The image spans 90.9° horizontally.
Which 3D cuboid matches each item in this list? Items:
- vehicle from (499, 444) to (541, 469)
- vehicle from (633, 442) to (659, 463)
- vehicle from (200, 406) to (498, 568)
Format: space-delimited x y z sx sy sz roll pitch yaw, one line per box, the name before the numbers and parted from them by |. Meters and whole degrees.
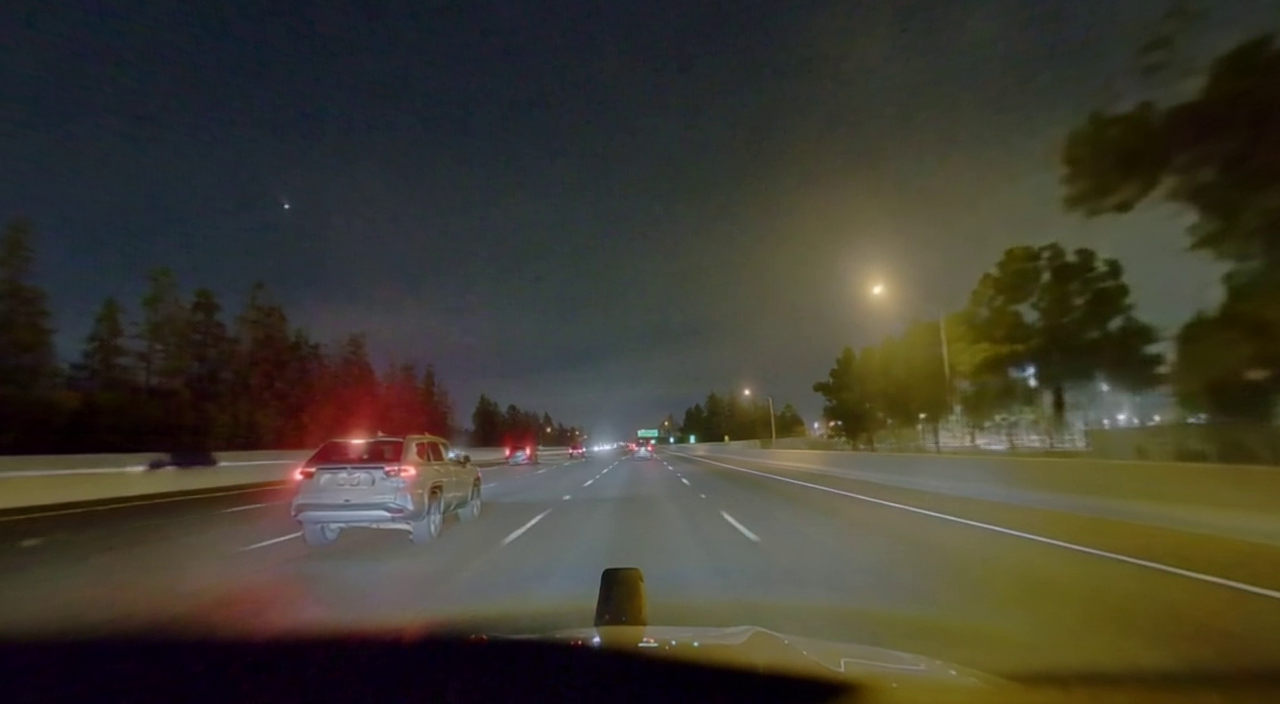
vehicle | -7.830 6.835 41.450 1.871 1.542 4.371 -1 -9 0
vehicle | 0.443 7.957 50.000 2.023 1.589 4.030 0 -9 -1
vehicle | -3.725 1.830 9.260 2.214 1.759 4.435 -1 -9 1
